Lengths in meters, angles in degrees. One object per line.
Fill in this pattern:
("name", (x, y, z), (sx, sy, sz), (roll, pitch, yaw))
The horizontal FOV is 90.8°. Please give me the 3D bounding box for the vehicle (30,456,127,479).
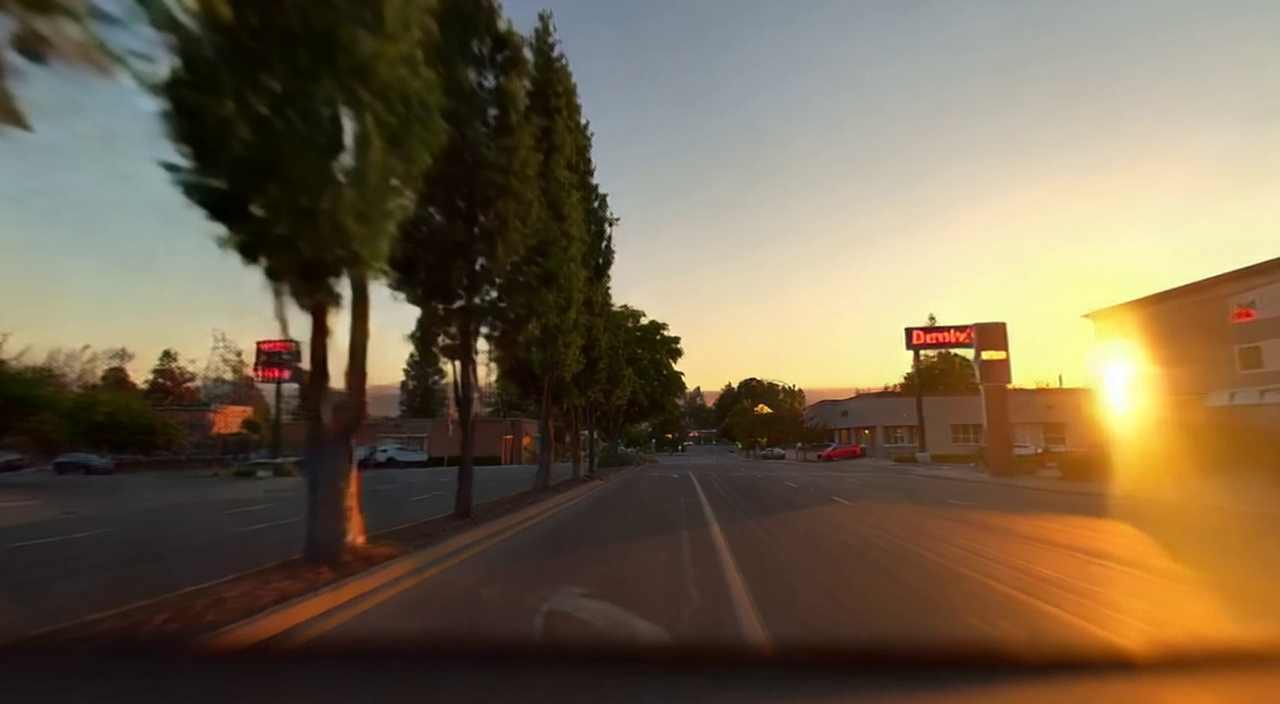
("vehicle", (-41.999, 8.655, 47.390), (4.996, 1.563, 1.862), (3, -9, -18))
